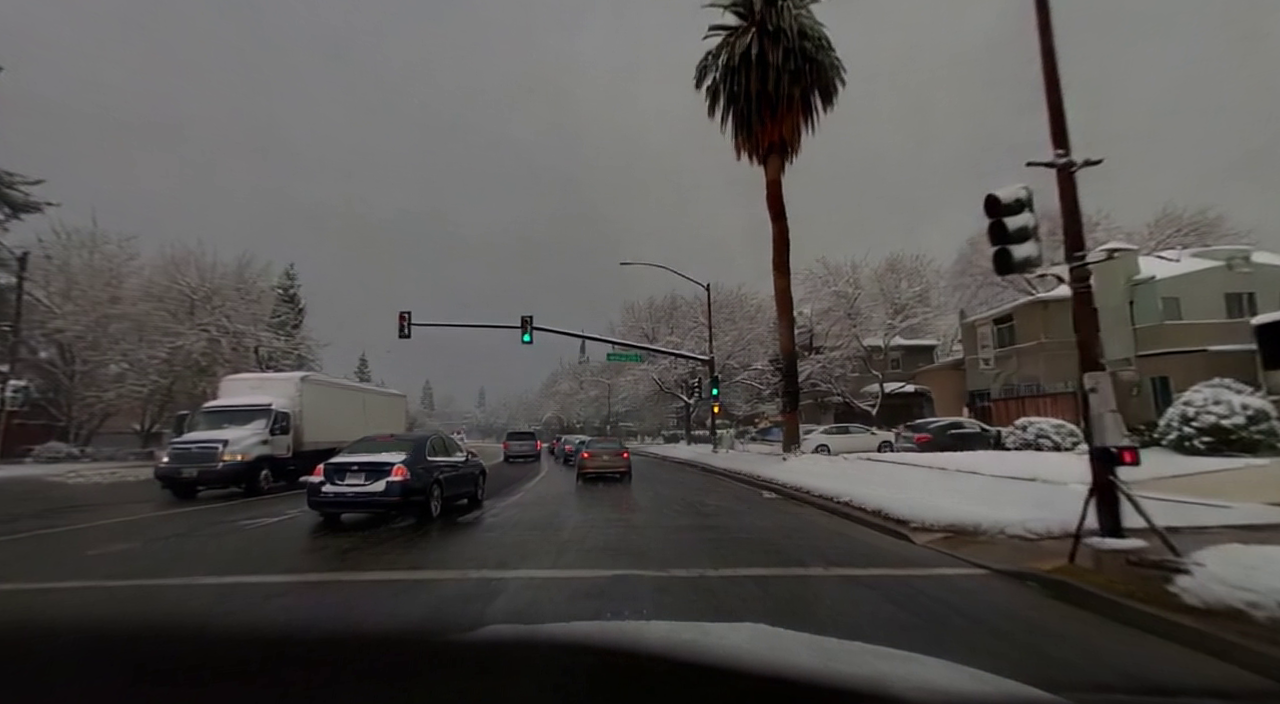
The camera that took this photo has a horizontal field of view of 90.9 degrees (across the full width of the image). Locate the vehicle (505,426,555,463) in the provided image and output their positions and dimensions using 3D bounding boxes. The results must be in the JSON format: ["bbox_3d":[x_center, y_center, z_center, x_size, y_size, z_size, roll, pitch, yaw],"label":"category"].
[{"bbox_3d":[-5.981,5.112,34.836,2.032,1.852,4.571,-1,-8,-1],"label":"vehicle"}]

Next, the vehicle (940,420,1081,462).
[{"bbox_3d":[14.683,3.538,25.058,4.615,1.555,2.021,2,-8,-15],"label":"vehicle"}]

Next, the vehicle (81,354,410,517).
[{"bbox_3d":[-7.816,1.847,13.927,2.821,2.701,6.721,0,-8,1],"label":"vehicle"}]

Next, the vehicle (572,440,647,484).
[{"bbox_3d":[-0.956,3.412,19.893,2.131,1.222,3.868,0,-8,-2],"label":"vehicle"}]

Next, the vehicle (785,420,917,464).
[{"bbox_3d":[8.770,3.736,26.285,4.742,1.690,2.218,2,-9,-18],"label":"vehicle"}]

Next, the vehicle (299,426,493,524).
[{"bbox_3d":[-4.128,2.129,11.537,1.709,1.425,4.337,-1,-8,2],"label":"vehicle"}]
